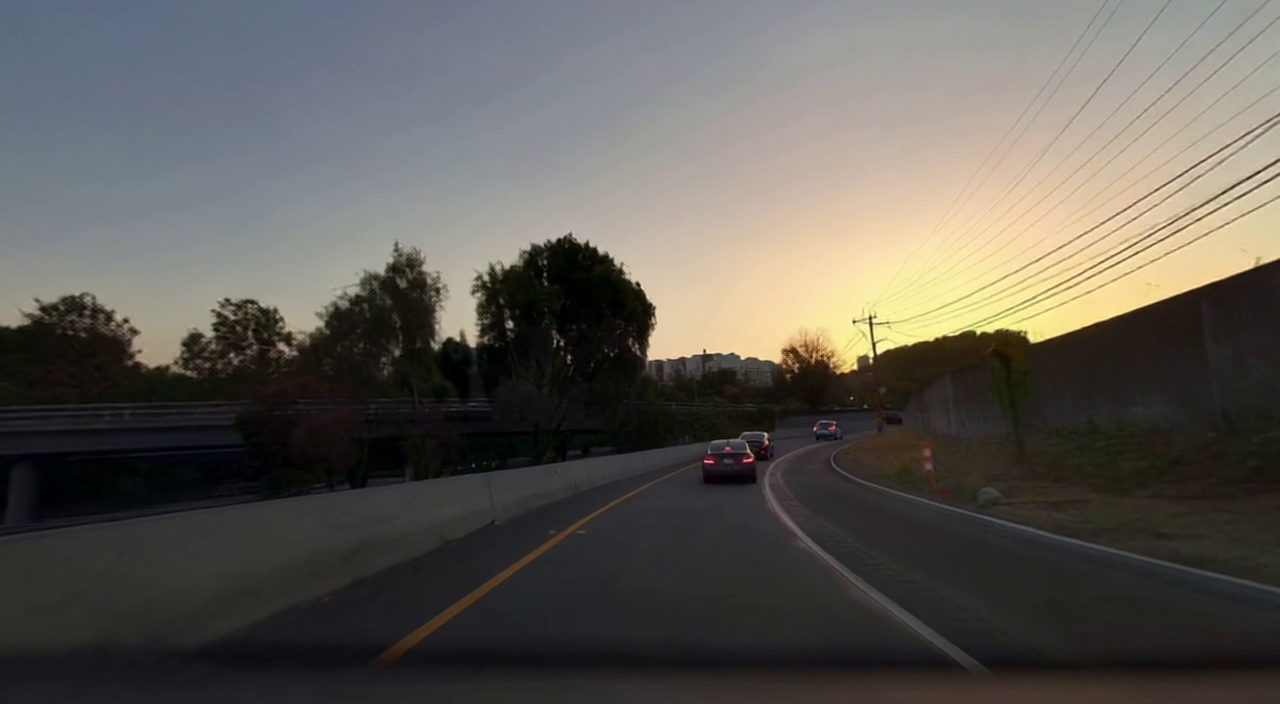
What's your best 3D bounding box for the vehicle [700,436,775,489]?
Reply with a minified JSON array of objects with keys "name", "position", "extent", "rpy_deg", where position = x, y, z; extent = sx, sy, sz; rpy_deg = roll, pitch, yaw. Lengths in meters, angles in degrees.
[{"name":"vehicle","position":[3.128,3.497,20.251],"extent":[2.091,1.482,4.321],"rpy_deg":[-2,-9,9]}]
